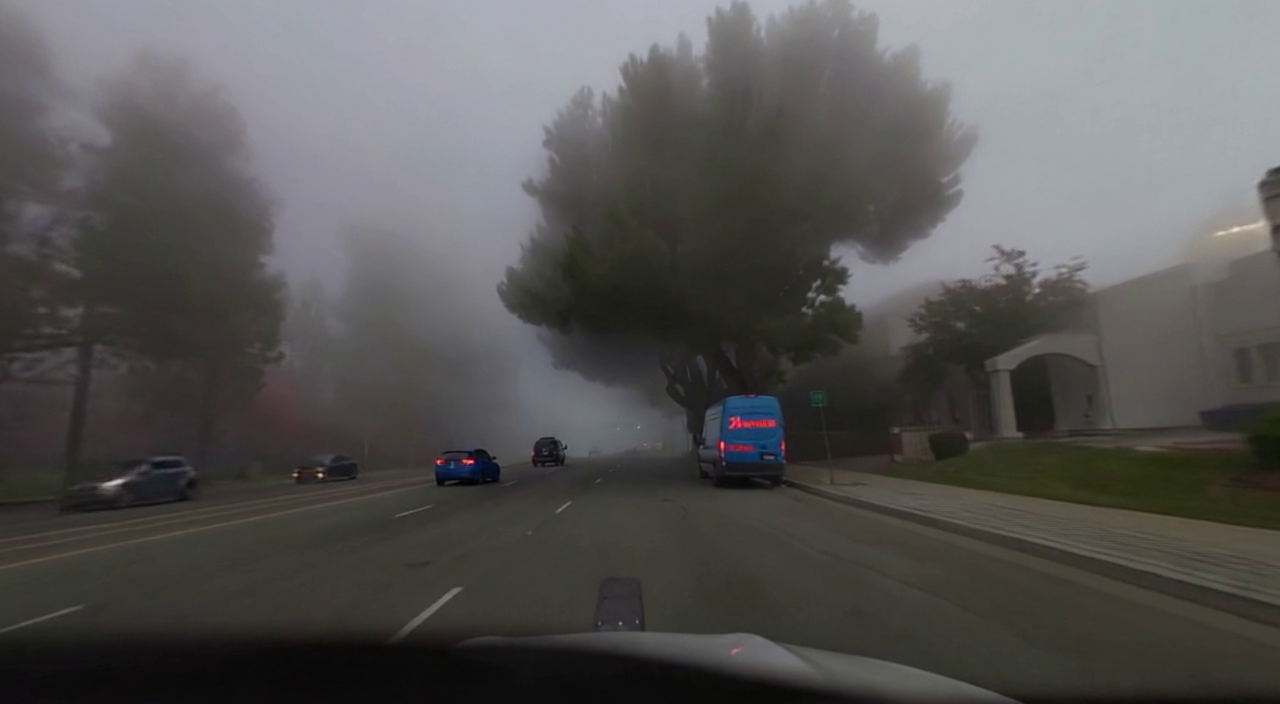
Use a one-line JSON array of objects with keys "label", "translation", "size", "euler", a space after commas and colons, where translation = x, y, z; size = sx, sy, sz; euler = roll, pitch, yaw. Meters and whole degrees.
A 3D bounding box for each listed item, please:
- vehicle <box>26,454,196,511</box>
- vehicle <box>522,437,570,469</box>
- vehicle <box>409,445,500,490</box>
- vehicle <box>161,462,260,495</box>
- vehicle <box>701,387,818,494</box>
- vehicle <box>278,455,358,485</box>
[{"label": "vehicle", "translation": [-17.875, 4.375, 21.726], "size": [1.945, 1.702, 4.438], "euler": [-1, -9, 0]}, {"label": "vehicle", "translation": [-6.343, 6.914, 43.426], "size": [2.332, 2.039, 5.678], "euler": [-1, -9, 1]}, {"label": "vehicle", "translation": [-6.653, 4.201, 23.223], "size": [1.970, 1.456, 4.441], "euler": [0, -9, 1]}, {"label": "vehicle", "translation": [-21.697, 6.374, 32.155], "size": [1.832, 1.443, 4.614], "euler": [0, -9, -1]}, {"label": "vehicle", "translation": [3.640, 2.900, 20.440], "size": [2.791, 3.026, 4.668], "euler": [0, -9, 0]}, {"label": "vehicle", "translation": [-18.019, 6.584, 35.611], "size": [1.974, 1.525, 4.738], "euler": [0, -9, 0]}]
